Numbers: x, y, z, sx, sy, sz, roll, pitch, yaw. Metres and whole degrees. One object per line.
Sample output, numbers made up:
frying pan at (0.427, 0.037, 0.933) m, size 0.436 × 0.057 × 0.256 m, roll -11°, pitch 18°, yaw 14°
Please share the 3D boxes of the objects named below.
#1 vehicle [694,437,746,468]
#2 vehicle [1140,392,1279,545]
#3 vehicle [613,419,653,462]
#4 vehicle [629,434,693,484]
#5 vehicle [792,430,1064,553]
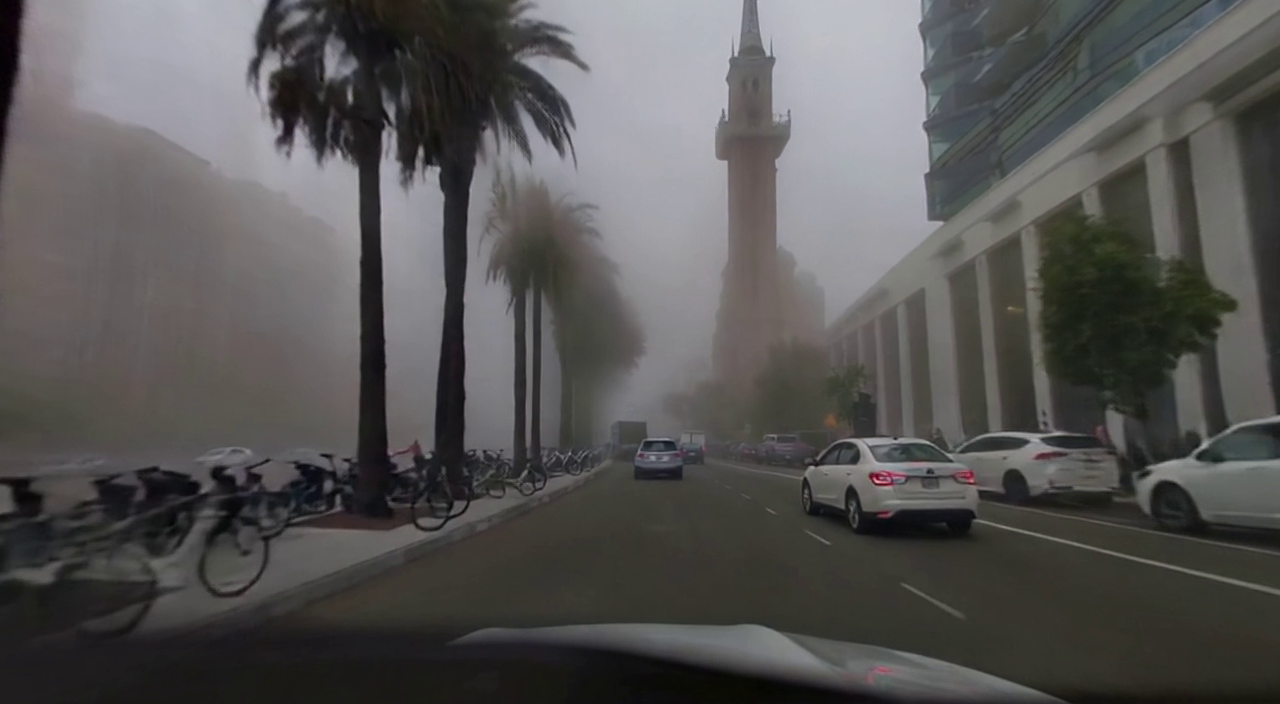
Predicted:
vehicle at (4.338, 5.561, 34.985) m, size 1.981 × 1.572 × 4.718 m, roll 0°, pitch -9°, yaw -4°
vehicle at (9.230, 1.458, 7.868) m, size 2.041 × 1.941 × 4.884 m, roll -1°, pitch -8°, yaw 2°
vehicle at (-0.620, 6.440, 45.617) m, size 2.400 × 2.872 × 6.053 m, roll 0°, pitch -9°, yaw -5°
vehicle at (0.692, 3.828, 22.875) m, size 2.111 × 1.605 × 3.832 m, roll 0°, pitch -8°, yaw 0°
vehicle at (4.162, 2.089, 10.266) m, size 2.116 × 1.500 × 4.702 m, roll 0°, pitch -8°, yaw -1°
